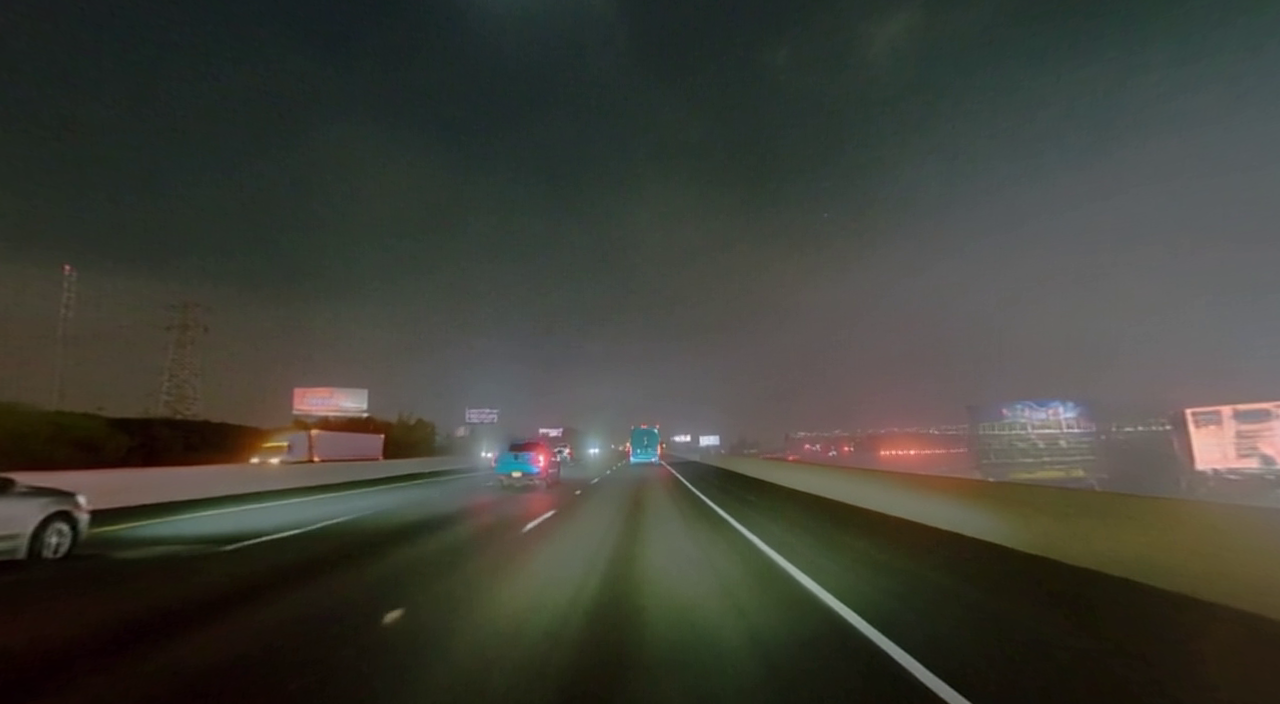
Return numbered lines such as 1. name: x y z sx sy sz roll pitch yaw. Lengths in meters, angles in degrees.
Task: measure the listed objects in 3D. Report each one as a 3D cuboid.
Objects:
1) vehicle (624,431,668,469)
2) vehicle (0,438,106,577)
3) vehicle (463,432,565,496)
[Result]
1. vehicle: 0.360 6.498 41.724 2.692 2.279 5.695 0 -8 0
2. vehicle: -7.890 1.530 5.737 1.941 1.475 4.597 0 -8 0
3. vehicle: -3.778 3.459 19.813 2.145 1.730 4.729 0 -8 1
